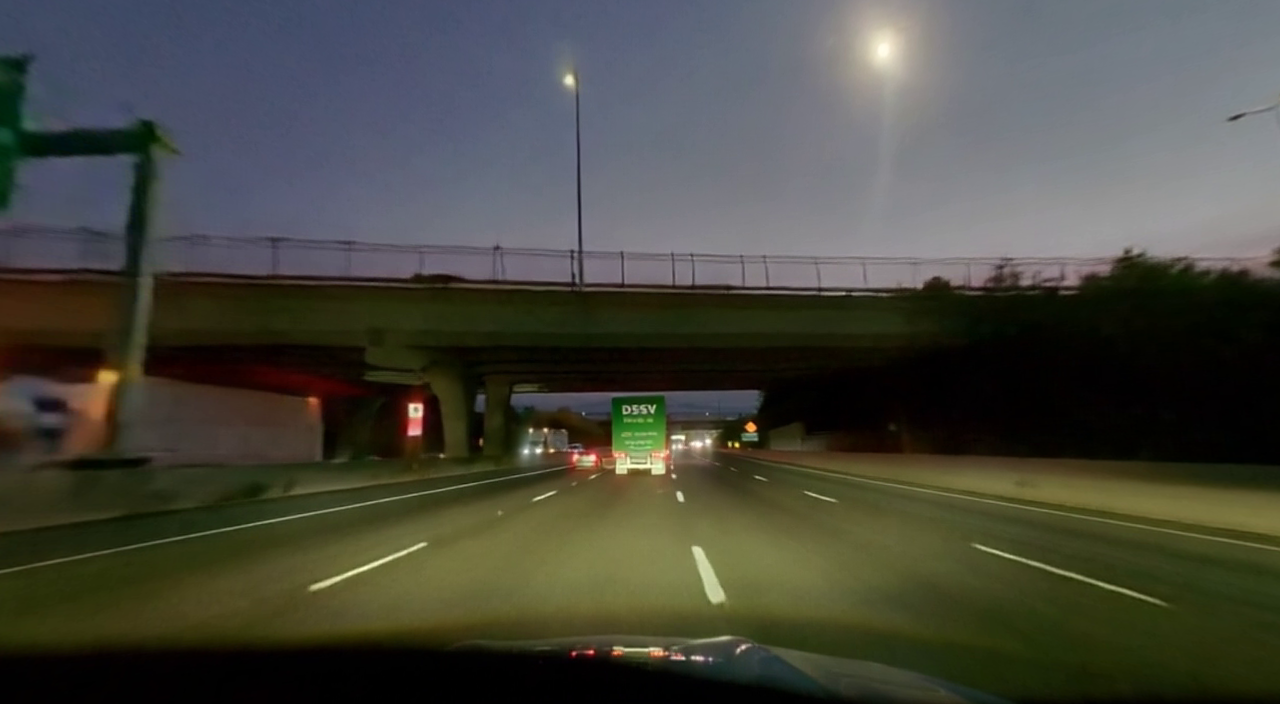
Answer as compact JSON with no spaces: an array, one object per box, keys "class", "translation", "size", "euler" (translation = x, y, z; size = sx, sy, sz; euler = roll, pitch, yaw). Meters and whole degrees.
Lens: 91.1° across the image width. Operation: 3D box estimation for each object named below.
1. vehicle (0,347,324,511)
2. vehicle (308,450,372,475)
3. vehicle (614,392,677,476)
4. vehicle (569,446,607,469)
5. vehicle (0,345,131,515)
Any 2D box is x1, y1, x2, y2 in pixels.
[{"class":"vehicle","translation":[-16.344,2.886,22.127],"size":[2.854,3.980,13.645],"euler":[-1,-9,2]},{"class":"vehicle","translation":[-19.345,7.126,40.733],"size":[1.775,1.494,4.521],"euler":[0,-9,2]},{"class":"vehicle","translation":[0.441,4.891,36.492],"size":[3.025,4.002,12.709],"euler":[0,-9,2]},{"class":"vehicle","translation":[-3.449,7.150,42.731],"size":[1.958,1.467,4.737],"euler":[-1,-9,3]},{"class":"vehicle","translation":[-16.598,1.941,15.402],"size":[3.017,3.970,5.806],"euler":[0,-9,2]}]
